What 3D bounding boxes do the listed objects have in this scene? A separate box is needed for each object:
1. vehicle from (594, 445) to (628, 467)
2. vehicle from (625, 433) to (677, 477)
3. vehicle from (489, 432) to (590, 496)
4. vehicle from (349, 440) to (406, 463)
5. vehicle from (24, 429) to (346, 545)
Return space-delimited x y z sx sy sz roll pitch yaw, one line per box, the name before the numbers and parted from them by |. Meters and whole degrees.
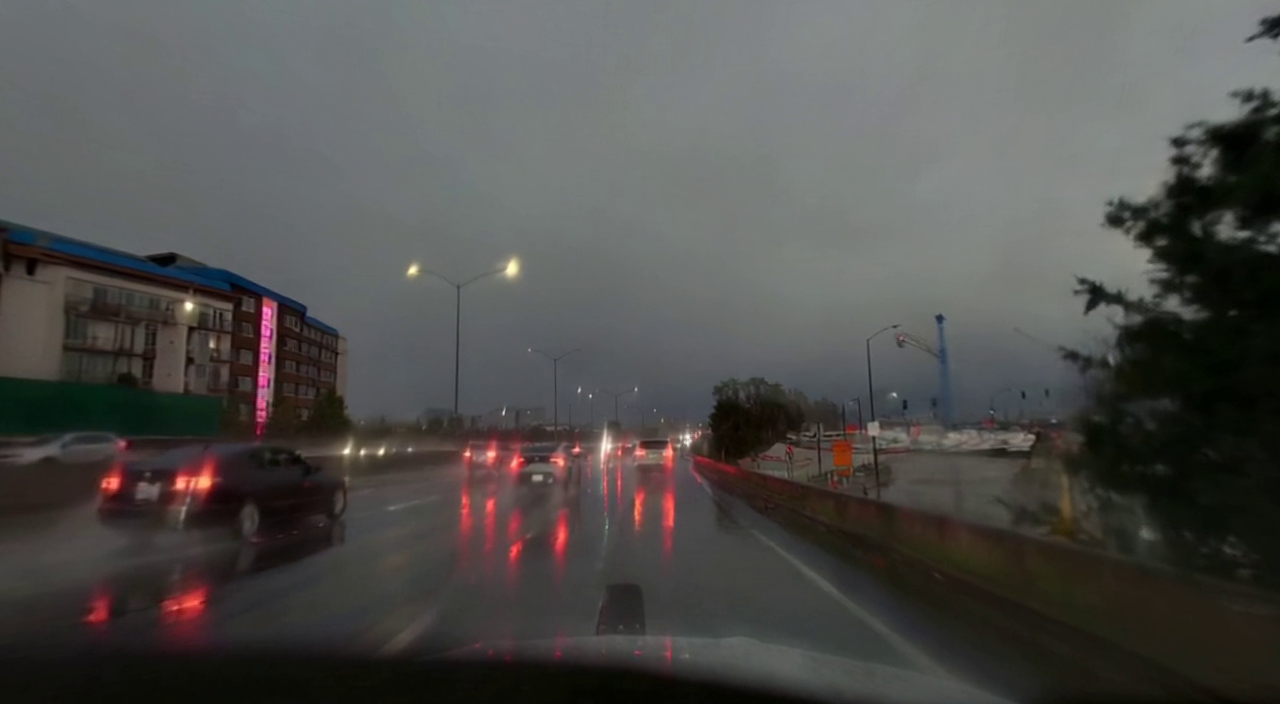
vehicle | -2.033 7.501 45.808 2.029 1.497 3.960 0 -8 4
vehicle | 0.531 4.522 27.908 2.116 1.763 4.352 0 -8 2
vehicle | -2.860 3.317 19.035 2.109 1.657 4.554 0 -8 2
vehicle | -18.645 7.098 45.004 1.838 1.515 4.705 0 -8 3
vehicle | -6.996 2.092 10.490 1.959 1.486 4.460 0 -8 1
